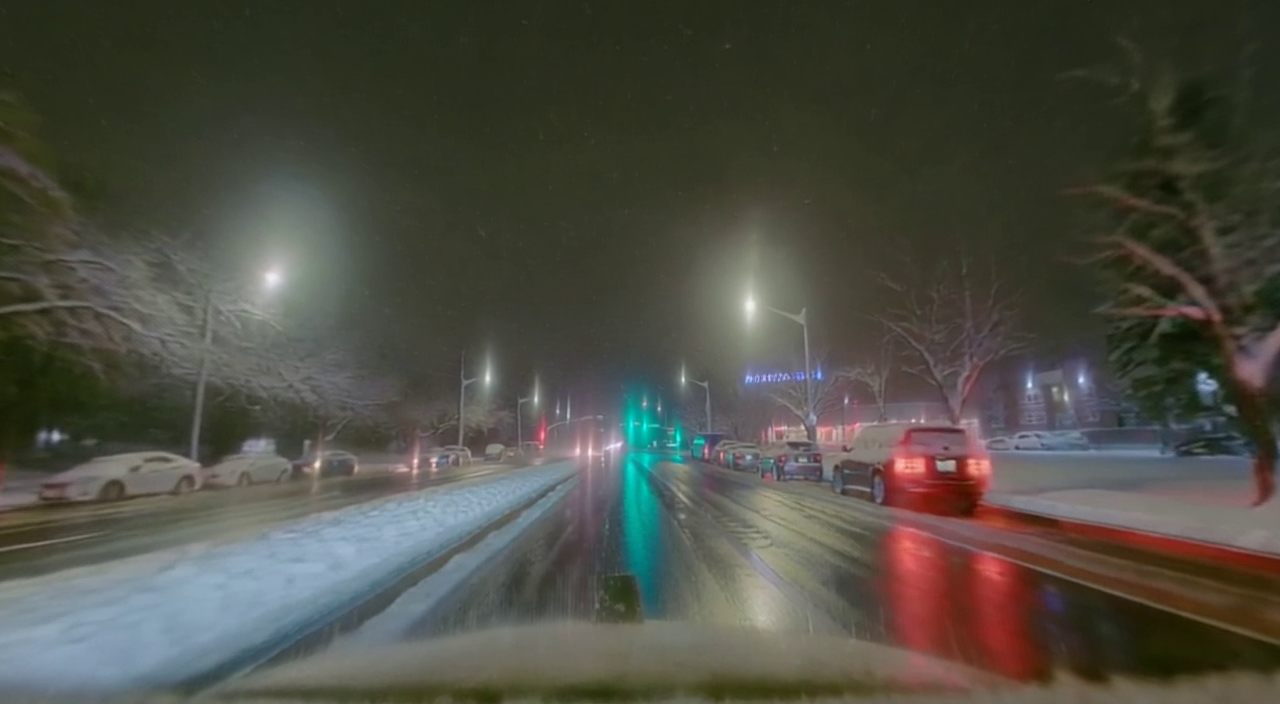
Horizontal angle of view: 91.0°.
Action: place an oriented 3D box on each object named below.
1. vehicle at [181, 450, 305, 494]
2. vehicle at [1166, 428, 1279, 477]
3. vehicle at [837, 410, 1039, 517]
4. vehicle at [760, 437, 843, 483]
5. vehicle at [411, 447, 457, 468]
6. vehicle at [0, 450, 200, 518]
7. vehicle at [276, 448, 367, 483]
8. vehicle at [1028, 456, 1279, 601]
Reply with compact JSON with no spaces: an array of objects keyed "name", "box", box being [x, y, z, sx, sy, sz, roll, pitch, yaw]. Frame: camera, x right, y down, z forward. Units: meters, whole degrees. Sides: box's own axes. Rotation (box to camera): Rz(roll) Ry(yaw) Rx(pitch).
[{"name":"vehicle","box":[-15.097,4.541,24.263,1.880,1.488,4.483,0,-9,-1]},{"name":"vehicle","box":[26.904,4.372,27.472,2.195,2.015,5.433,6,-10,-34]},{"name":"vehicle","box":[7.442,2.919,16.708,2.327,2.296,5.692,1,-9,-3]},{"name":"vehicle","box":[7.117,4.827,28.461,2.092,1.887,5.632,0,-9,-2]},{"name":"vehicle","box":[-15.520,7.960,47.612,2.036,1.478,4.615,0,-9,-1]},{"name":"vehicle","box":[-14.901,3.554,17.547,1.836,1.448,4.941,0,-7,-2]},{"name":"vehicle","box":[-15.064,5.374,30.087,1.897,1.517,4.802,0,-9,-1]},{"name":"vehicle","box":[7.759,2.203,8.419,1.992,1.499,4.715,3,-9,-3]}]
